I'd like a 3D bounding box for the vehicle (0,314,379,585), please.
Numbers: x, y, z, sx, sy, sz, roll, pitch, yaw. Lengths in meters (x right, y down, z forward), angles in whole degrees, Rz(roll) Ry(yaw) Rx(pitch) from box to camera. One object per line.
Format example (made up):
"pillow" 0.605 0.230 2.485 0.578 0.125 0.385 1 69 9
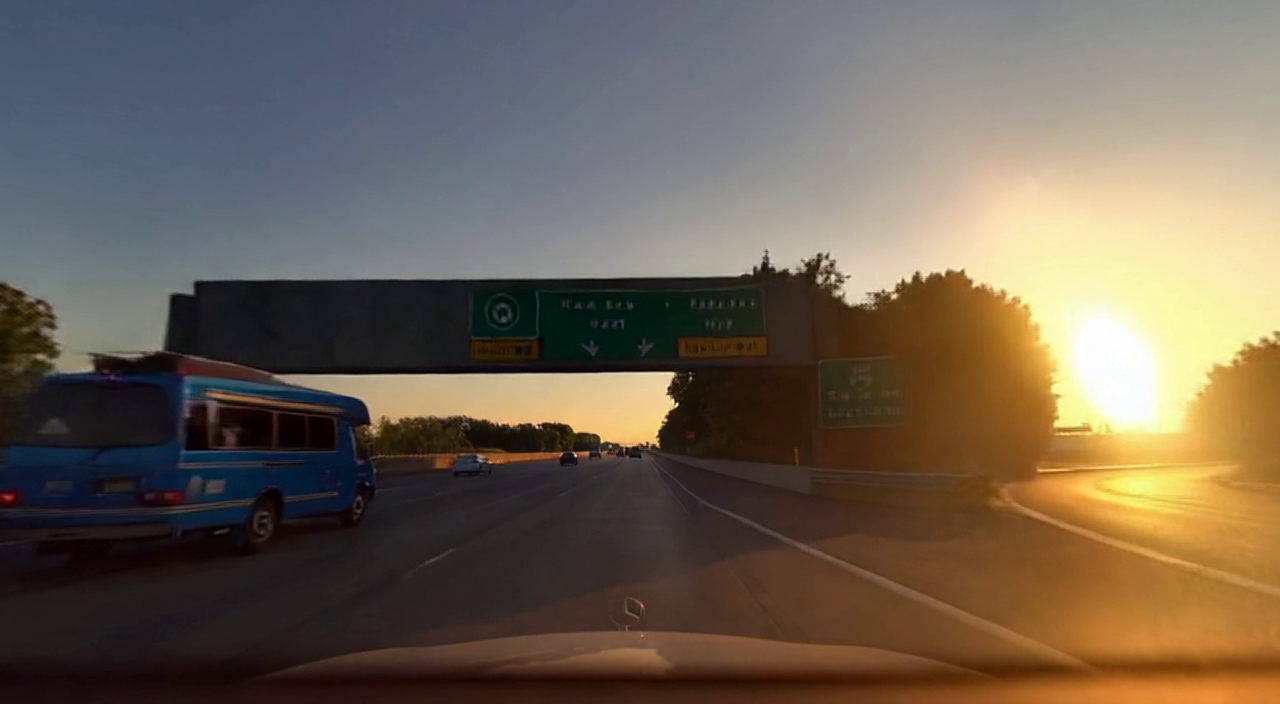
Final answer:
"vehicle" -7.376 1.580 10.582 2.747 2.934 7.411 0 -9 0

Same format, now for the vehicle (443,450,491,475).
"vehicle" -11.413 7.284 41.869 1.981 1.503 4.207 0 -9 1
